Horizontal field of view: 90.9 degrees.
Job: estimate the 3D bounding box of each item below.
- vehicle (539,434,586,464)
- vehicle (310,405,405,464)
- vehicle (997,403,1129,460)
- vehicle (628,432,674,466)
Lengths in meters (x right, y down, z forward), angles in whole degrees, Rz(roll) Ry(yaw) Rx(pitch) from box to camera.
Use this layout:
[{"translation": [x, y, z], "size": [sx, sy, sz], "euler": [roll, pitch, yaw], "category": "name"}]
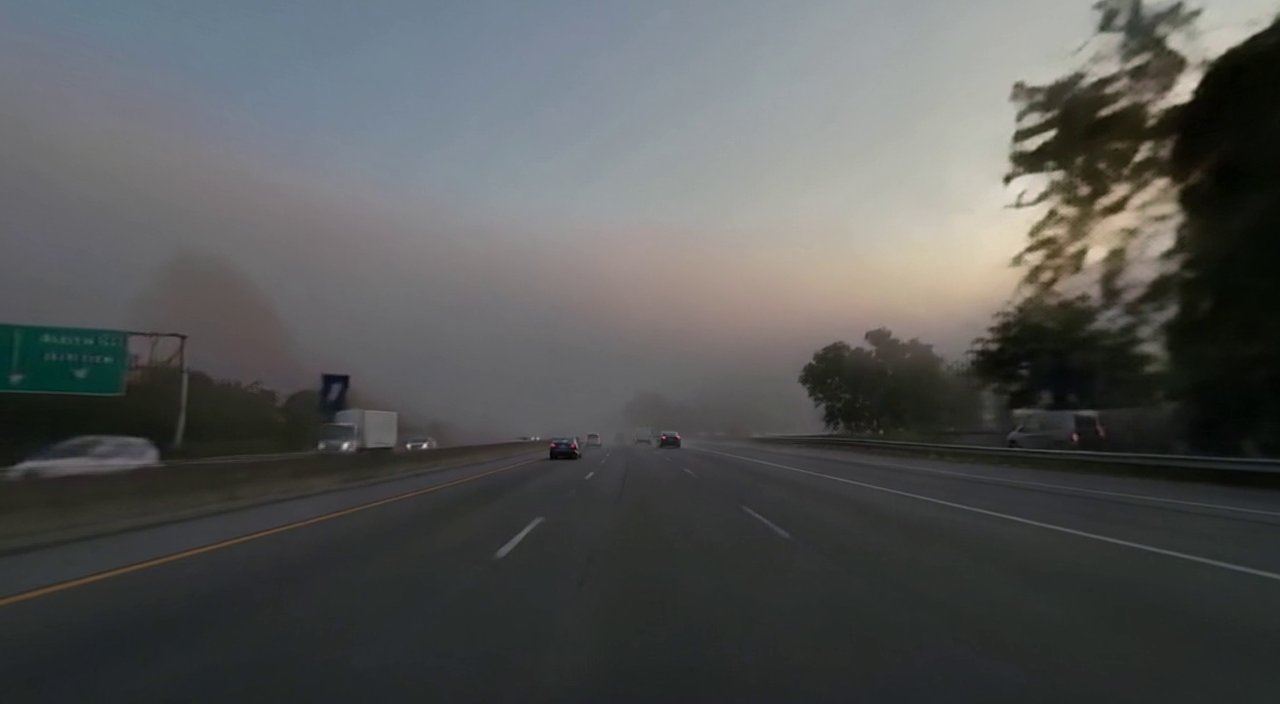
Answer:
[{"translation": [-4.029, 5.130, 33.426], "size": [2.014, 1.471, 4.380], "euler": [0, -8, -1], "category": "vehicle"}, {"translation": [-20.703, 6.158, 46.950], "size": [2.950, 3.849, 9.280], "euler": [-1, -8, -1], "category": "vehicle"}, {"translation": [20.629, 3.989, 31.237], "size": [2.232, 2.540, 6.015], "euler": [0, -8, -1], "category": "vehicle"}, {"translation": [0.460, 4.807, 31.481], "size": [2.086, 1.554, 3.875], "euler": [0, -8, -2], "category": "vehicle"}]
